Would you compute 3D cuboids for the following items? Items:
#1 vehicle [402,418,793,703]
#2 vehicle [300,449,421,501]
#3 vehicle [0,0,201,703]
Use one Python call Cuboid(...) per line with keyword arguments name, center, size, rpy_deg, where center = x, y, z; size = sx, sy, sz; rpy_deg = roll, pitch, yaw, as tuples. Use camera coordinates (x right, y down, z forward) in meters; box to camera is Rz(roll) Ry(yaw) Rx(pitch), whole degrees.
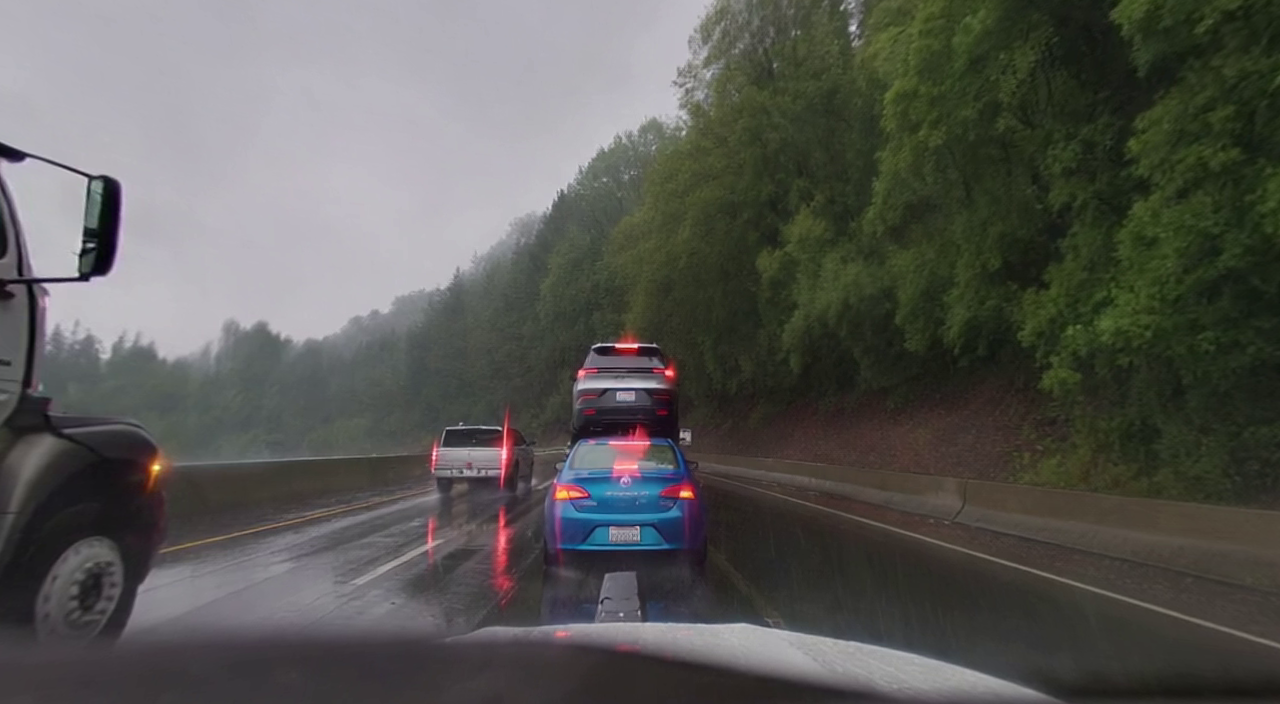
Cuboid(name="vehicle", center=(-0.254, 1.367, 4.996), size=(1.991, 1.507, 3.391), rpy_deg=(0, -9, -1))
Cuboid(name="vehicle", center=(-8.775, 3.866, 20.311), size=(1.834, 1.469, 4.362), rpy_deg=(0, -9, 1))
Cuboid(name="vehicle", center=(-4.489, -0.329, 1.093), size=(2.963, 3.836, 6.016), rpy_deg=(0, -9, -1))
